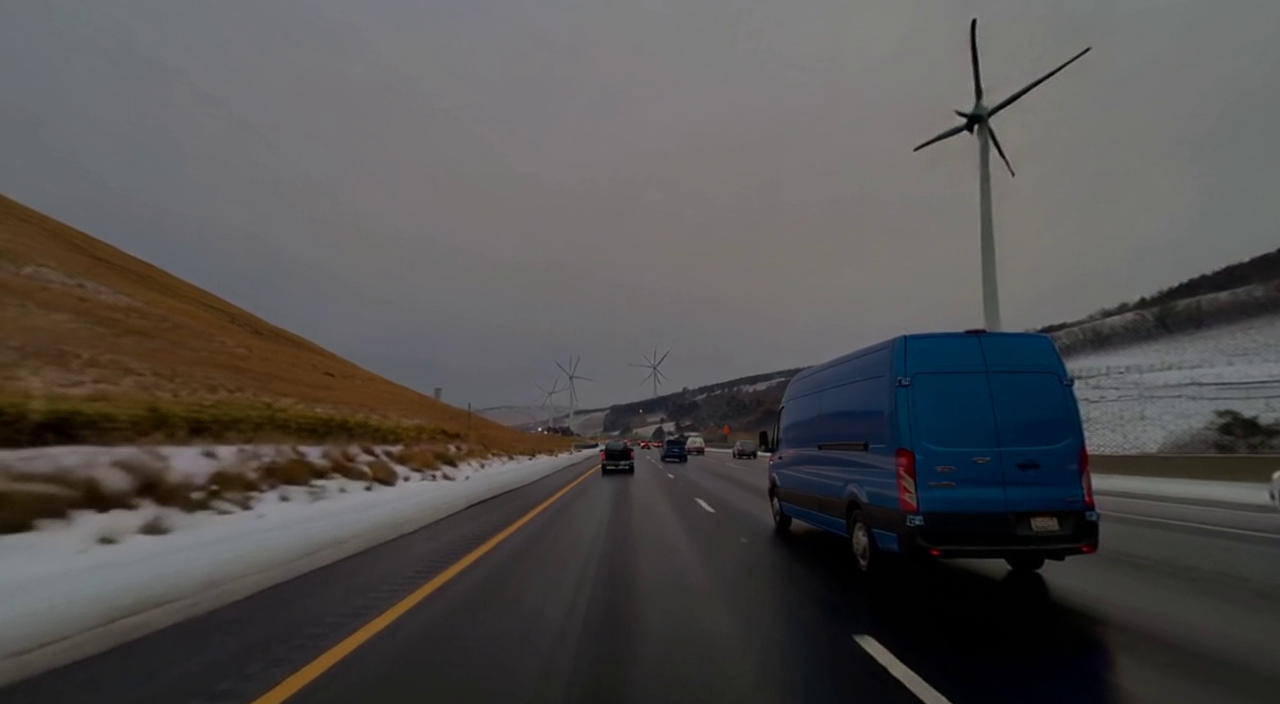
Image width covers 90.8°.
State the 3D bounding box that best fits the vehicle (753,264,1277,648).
[{"bbox_3d":[3.040,1.085,7.235,2.365,2.630,5.754,0,-8,0],"label":"vehicle"}]

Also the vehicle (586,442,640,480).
[{"bbox_3d":[-1.053,4.438,26.078,2.082,1.445,3.826,0,-8,-1],"label":"vehicle"}]

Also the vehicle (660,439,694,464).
[{"bbox_3d":[2.615,7.160,45.744,2.108,1.717,3.996,0,-8,-2],"label":"vehicle"}]
